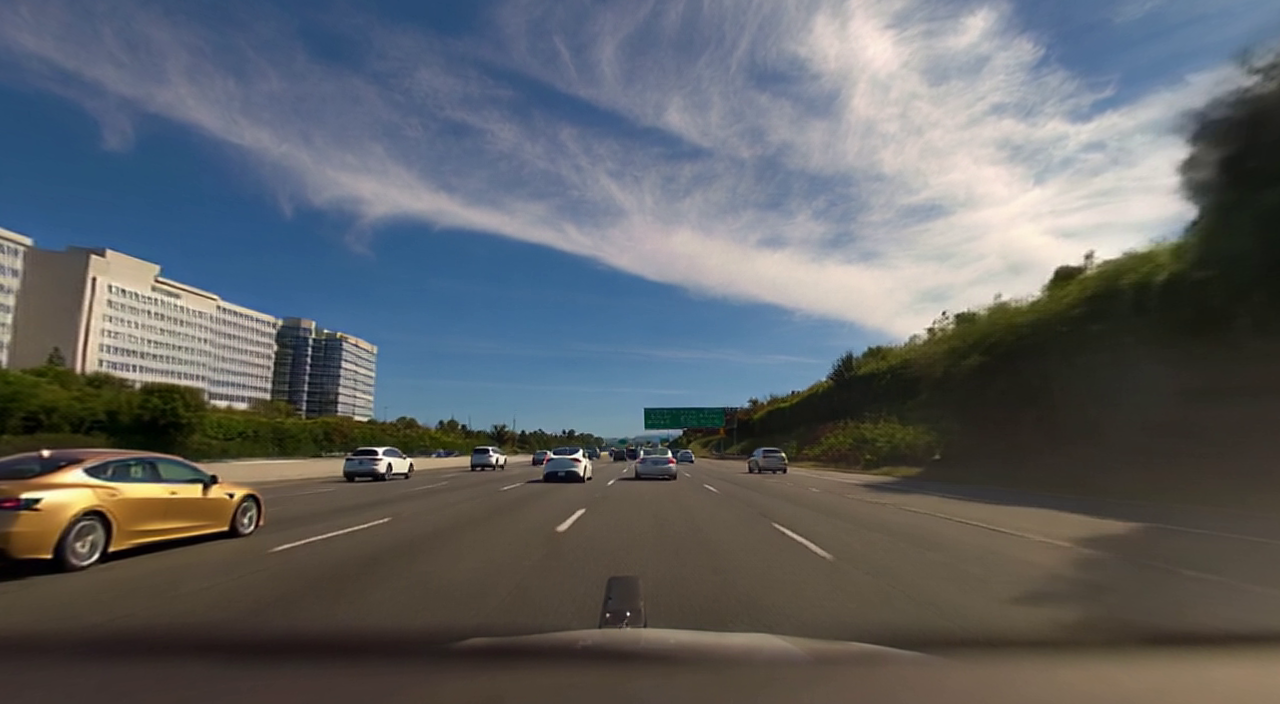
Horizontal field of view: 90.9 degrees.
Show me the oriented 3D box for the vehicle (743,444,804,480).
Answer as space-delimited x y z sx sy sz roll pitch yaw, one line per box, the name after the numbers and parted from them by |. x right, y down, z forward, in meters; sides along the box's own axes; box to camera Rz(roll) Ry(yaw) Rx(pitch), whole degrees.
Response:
7.137 5.915 34.190 2.071 1.754 4.484 0 -9 -3 | vehicle

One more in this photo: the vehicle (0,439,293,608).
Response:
-6.673 1.848 7.737 2.116 1.473 4.644 -1 -8 1 | vehicle

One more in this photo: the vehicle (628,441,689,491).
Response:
0.666 4.282 24.131 2.114 1.715 4.136 -1 -8 1 | vehicle

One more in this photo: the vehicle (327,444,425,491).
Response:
-10.356 4.527 25.116 1.947 1.683 4.331 -1 -8 1 | vehicle

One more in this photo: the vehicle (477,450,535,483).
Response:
-6.503 5.587 31.052 1.886 1.455 4.148 -1 -8 1 | vehicle

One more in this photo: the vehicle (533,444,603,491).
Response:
-2.670 4.423 24.462 2.102 1.624 4.257 -1 -8 2 | vehicle
